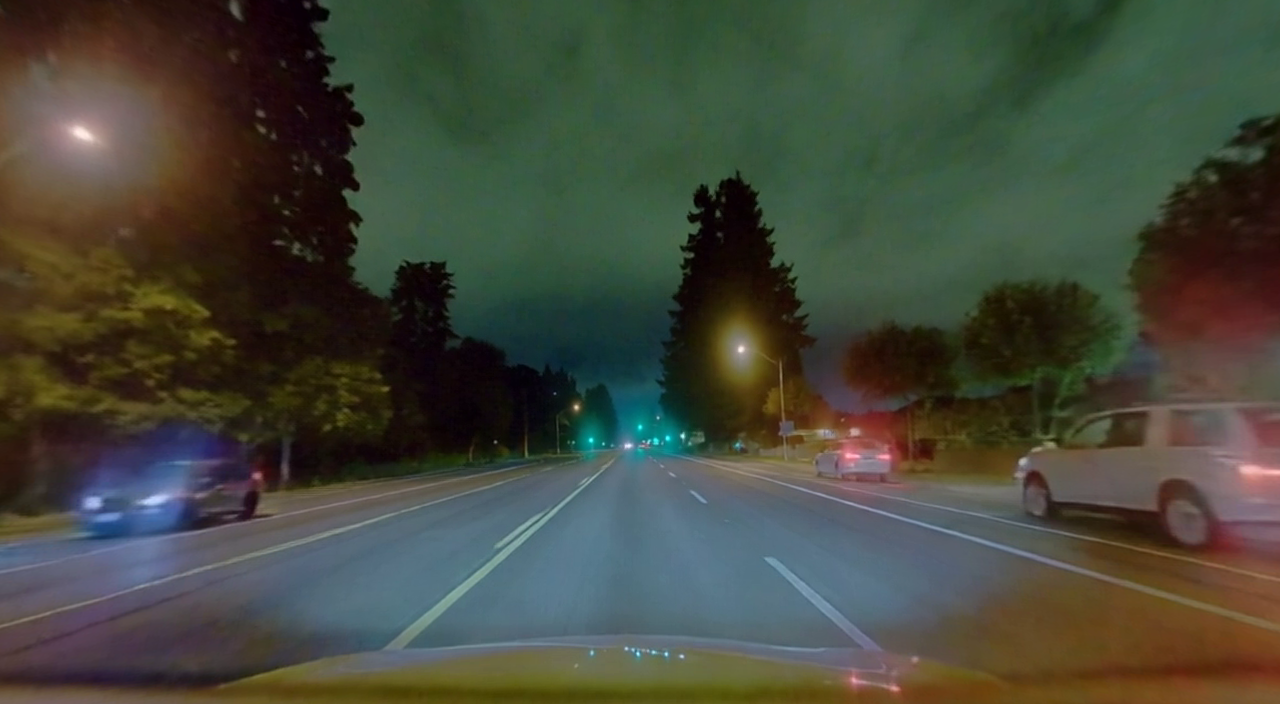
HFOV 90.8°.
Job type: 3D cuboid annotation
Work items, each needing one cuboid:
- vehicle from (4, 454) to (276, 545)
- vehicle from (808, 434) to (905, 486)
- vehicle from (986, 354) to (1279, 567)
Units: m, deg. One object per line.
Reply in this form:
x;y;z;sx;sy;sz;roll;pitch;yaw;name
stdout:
-9.720;2.853;12.913;1.910;1.452;4.447;0;-8;0;vehicle
7.357;3.704;21.945;1.965;1.623;4.096;0;-8;1;vehicle
7.469;1.399;8.471;2.278;2.079;5.861;0;-8;0;vehicle
